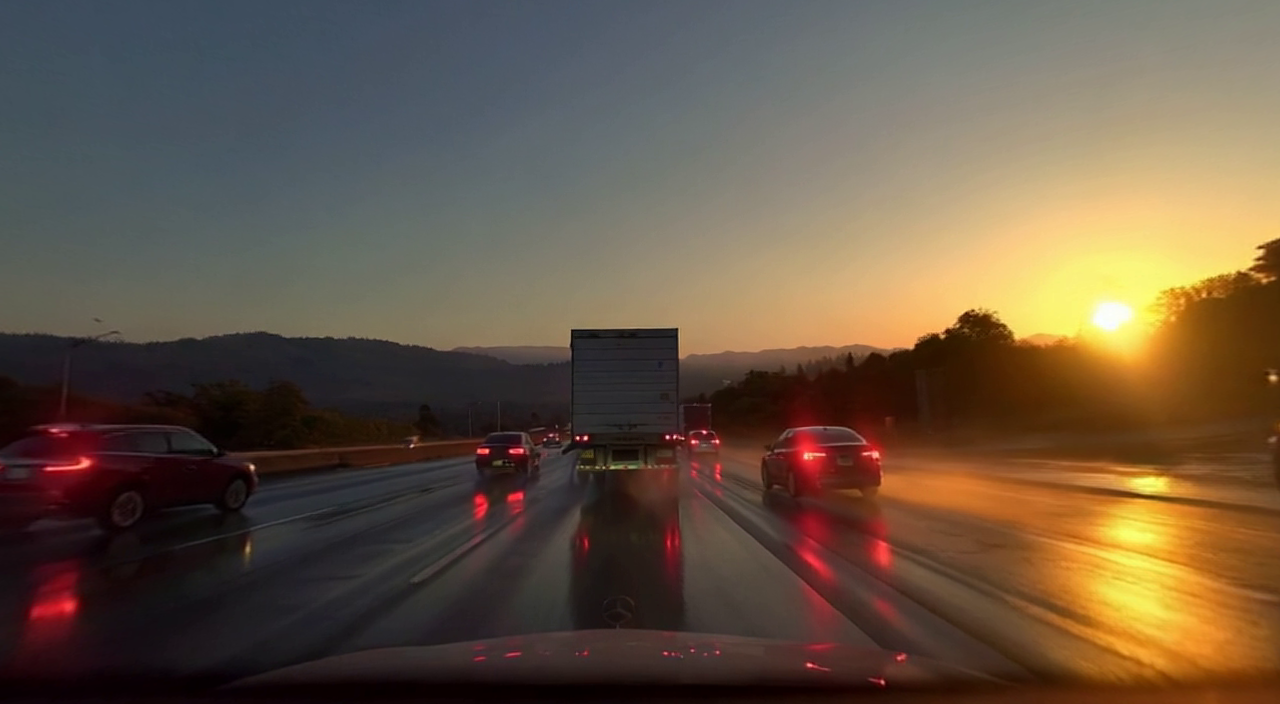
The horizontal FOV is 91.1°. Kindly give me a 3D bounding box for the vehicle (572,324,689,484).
[{"bbox_3d":[-0.411,1.950,20.912,2.938,4.033,9.980,0,-8,-2],"label":"vehicle"}]

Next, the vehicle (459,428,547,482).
[{"bbox_3d":[-4.122,3.141,19.478,1.882,1.493,3.828,0,-8,0],"label":"vehicle"}]

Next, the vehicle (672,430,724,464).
[{"bbox_3d":[2.695,4.532,30.176,1.976,1.513,4.065,0,-8,-2],"label":"vehicle"}]

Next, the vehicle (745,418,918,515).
[{"bbox_3d":[3.414,2.109,12.141,1.945,1.529,4.129,0,-8,-1],"label":"vehicle"}]

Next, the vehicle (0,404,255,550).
[{"bbox_3d":[-7.933,1.704,9.259,1.944,1.653,4.097,0,-8,-1],"label":"vehicle"}]
